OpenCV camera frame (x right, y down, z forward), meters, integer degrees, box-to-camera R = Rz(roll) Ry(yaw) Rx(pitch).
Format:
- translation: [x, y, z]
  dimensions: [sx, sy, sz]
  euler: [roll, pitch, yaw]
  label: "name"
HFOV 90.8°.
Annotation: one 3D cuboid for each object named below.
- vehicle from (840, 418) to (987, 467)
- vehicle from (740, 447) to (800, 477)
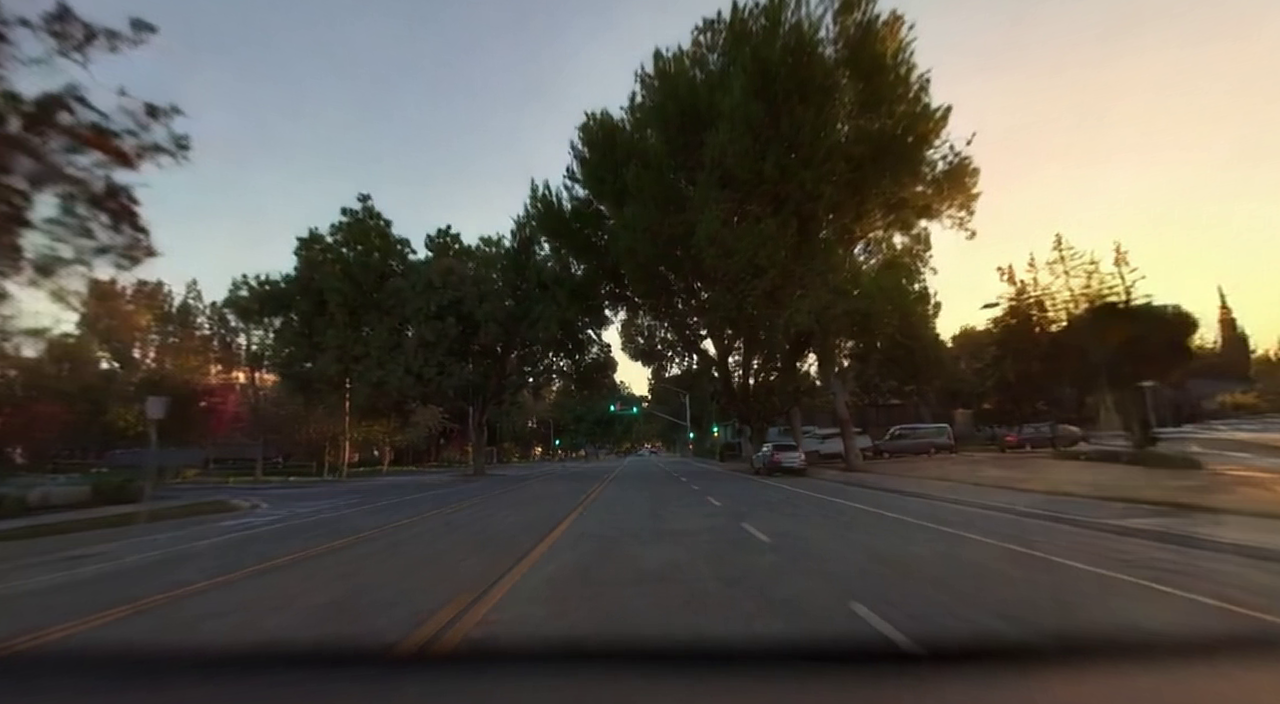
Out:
- translation: [17.614, 5.874, 41.167]
  dimensions: [8.016, 2.965, 3.192]
  euler: [-1, -8, 2]
  label: "vehicle"
- translation: [6.746, 5.726, 33.256]
  dimensions: [1.993, 1.461, 4.269]
  euler: [0, -8, -3]
  label: "vehicle"
